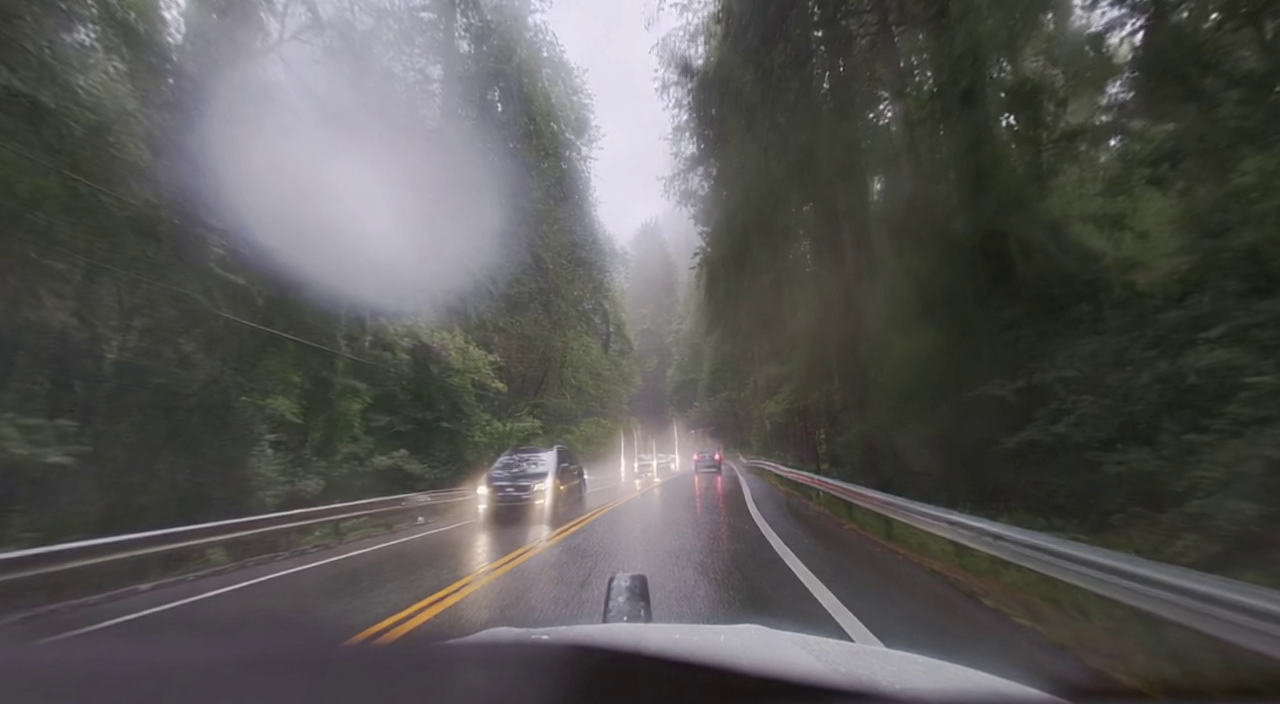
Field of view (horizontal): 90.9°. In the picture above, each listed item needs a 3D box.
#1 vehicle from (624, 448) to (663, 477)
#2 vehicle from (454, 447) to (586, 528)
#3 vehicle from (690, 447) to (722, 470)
[{"bbox_3d":[0.328,7.697,44.185,2.170,1.872,4.643,-1,-8,7],"label":"vehicle"},{"bbox_3d":[-2.935,3.401,16.563,2.214,1.782,4.289,0,-9,6],"label":"vehicle"},{"bbox_3d":[4.603,7.355,43.879,2.120,1.491,4.349,0,-9,6],"label":"vehicle"}]
